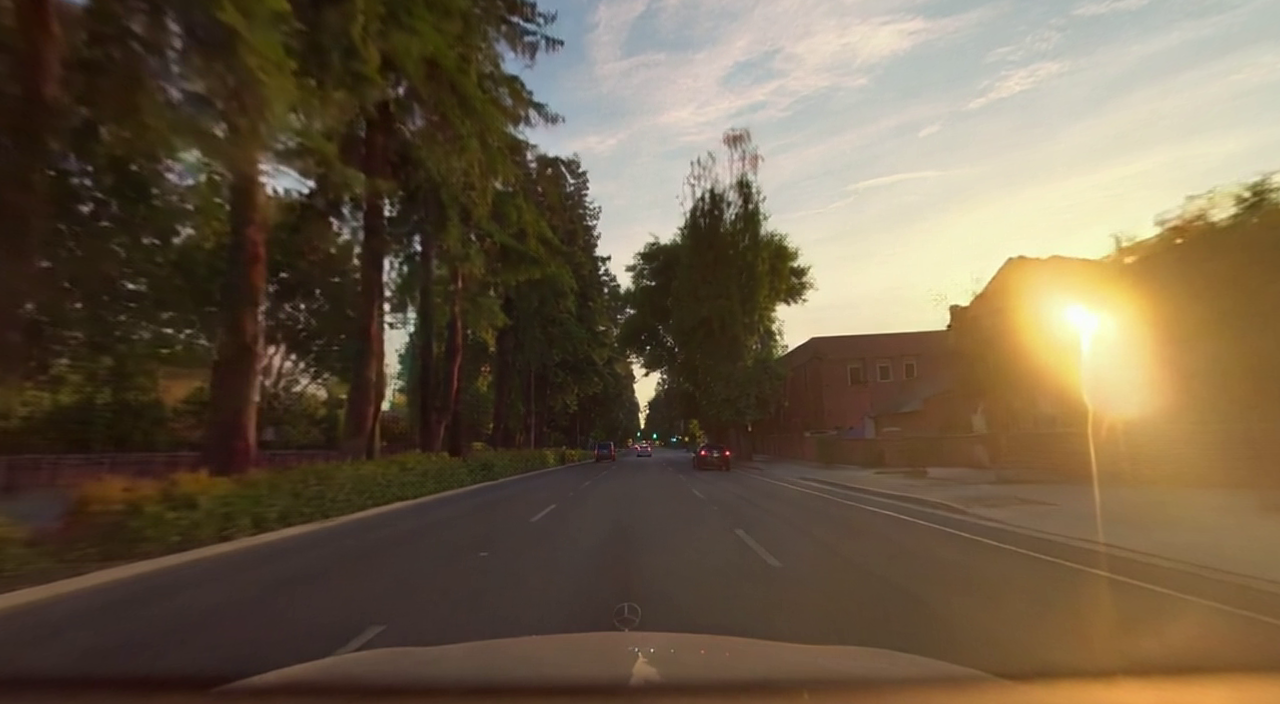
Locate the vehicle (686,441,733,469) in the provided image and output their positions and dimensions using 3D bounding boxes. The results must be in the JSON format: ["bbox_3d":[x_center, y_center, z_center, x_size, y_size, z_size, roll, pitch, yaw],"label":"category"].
[{"bbox_3d":[4.113,6.206,38.191,2.237,1.578,4.621,0,-8,-1],"label":"vehicle"}]
